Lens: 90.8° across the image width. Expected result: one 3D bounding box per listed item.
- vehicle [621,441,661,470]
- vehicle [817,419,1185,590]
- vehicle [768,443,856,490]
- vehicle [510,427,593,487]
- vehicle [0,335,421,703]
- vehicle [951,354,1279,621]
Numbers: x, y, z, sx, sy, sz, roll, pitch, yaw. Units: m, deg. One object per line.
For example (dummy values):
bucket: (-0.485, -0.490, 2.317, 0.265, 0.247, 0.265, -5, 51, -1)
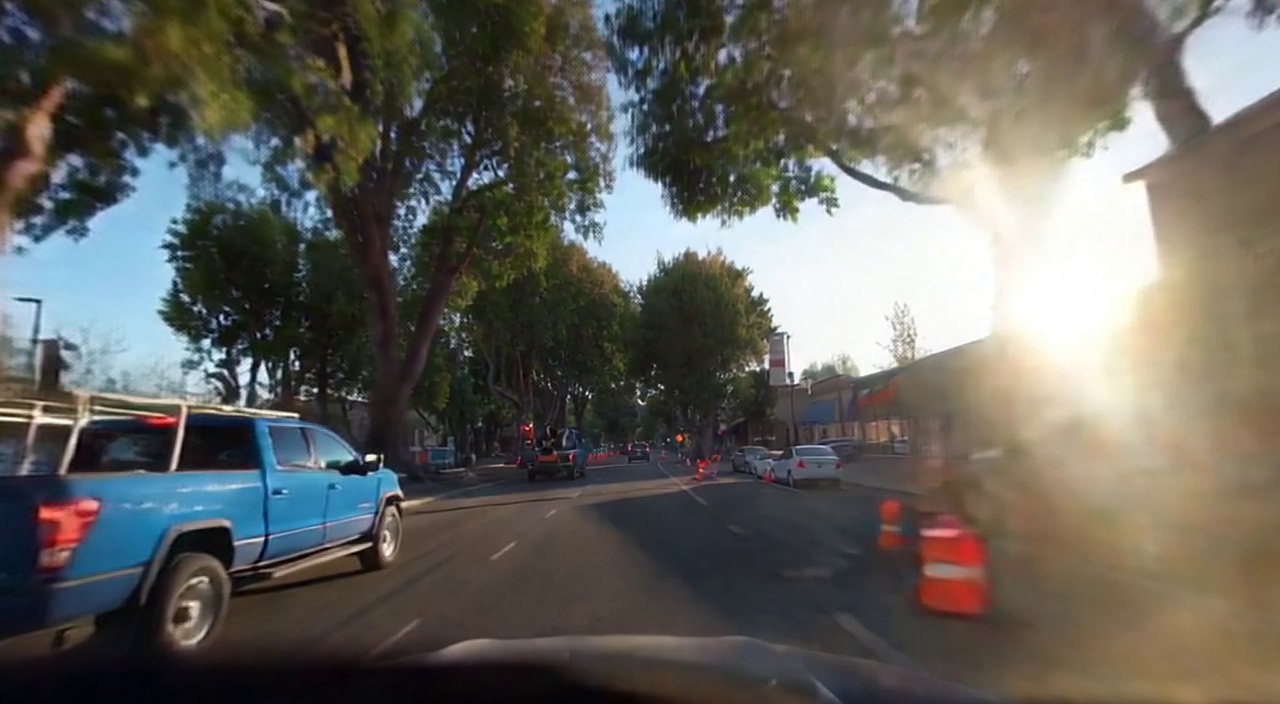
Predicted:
vehicle: (0.006, 6.729, 41.271, 2.413, 1.748, 4.406, 0, -9, -2)
vehicle: (4.073, 1.784, 8.295, 2.082, 1.601, 4.451, 0, -9, -2)
vehicle: (6.048, 4.066, 22.812, 2.045, 1.505, 4.615, -1, -9, 3)
vehicle: (-3.262, 4.053, 24.749, 2.424, 2.063, 5.678, 0, -9, 0)
vehicle: (-3.584, 1.141, 4.683, 2.327, 1.775, 4.430, 0, -9, 0)
vehicle: (6.681, 1.482, 7.874, 2.921, 2.166, 5.422, 0, -9, 2)
